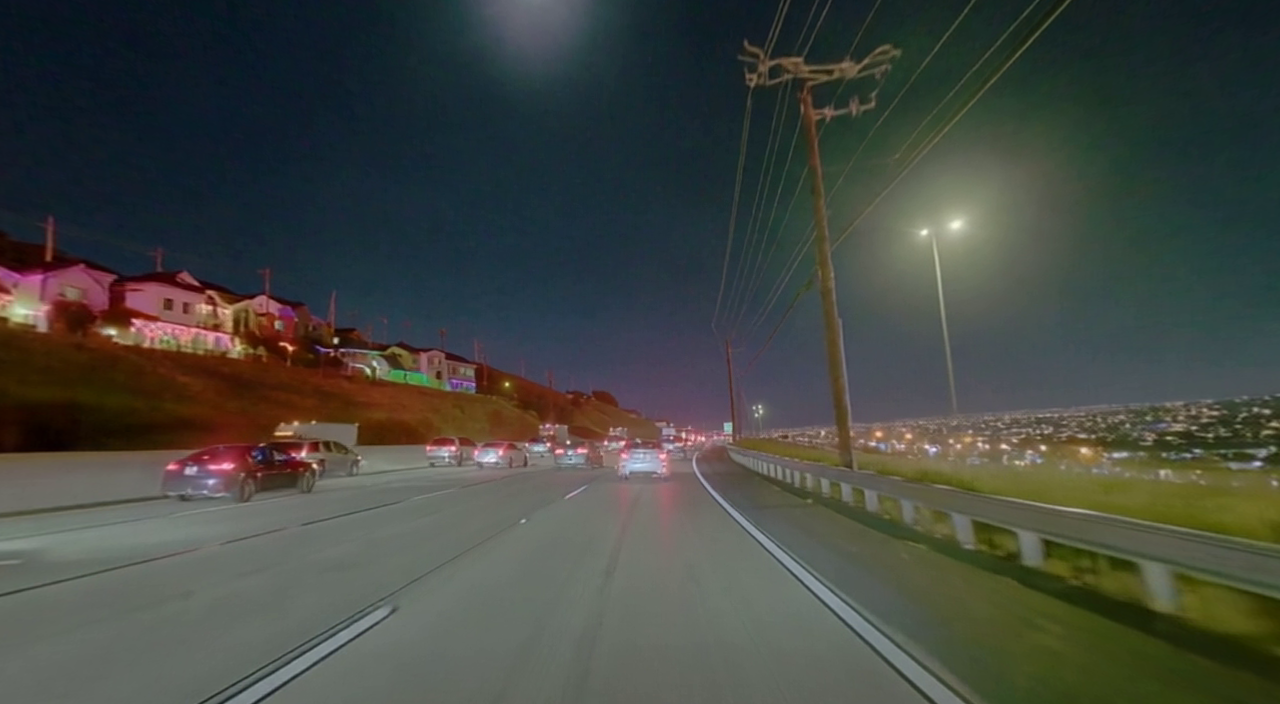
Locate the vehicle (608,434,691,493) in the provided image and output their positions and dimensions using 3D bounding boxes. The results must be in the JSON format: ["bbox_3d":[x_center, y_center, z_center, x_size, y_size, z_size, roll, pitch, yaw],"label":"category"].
[{"bbox_3d":[0.357,3.151,18.209,2.109,1.495,3.935,-1,-8,3],"label":"vehicle"}]

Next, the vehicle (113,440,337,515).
[{"bbox_3d":[-9.385,2.823,14.840,1.959,1.469,4.450,-1,-8,5],"label":"vehicle"}]

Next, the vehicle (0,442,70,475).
[{"bbox_3d":[-35.265,5.946,35.328,1.970,1.772,4.703,-1,-8,6],"label":"vehicle"}]

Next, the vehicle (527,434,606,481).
[{"bbox_3d":[-2.703,4.036,24.395,2.121,1.639,4.383,-1,-8,6],"label":"vehicle"}]

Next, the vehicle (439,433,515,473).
[{"bbox_3d":[-7.859,4.926,30.955,2.080,1.833,4.461,-1,-8,7],"label":"vehicle"}]
